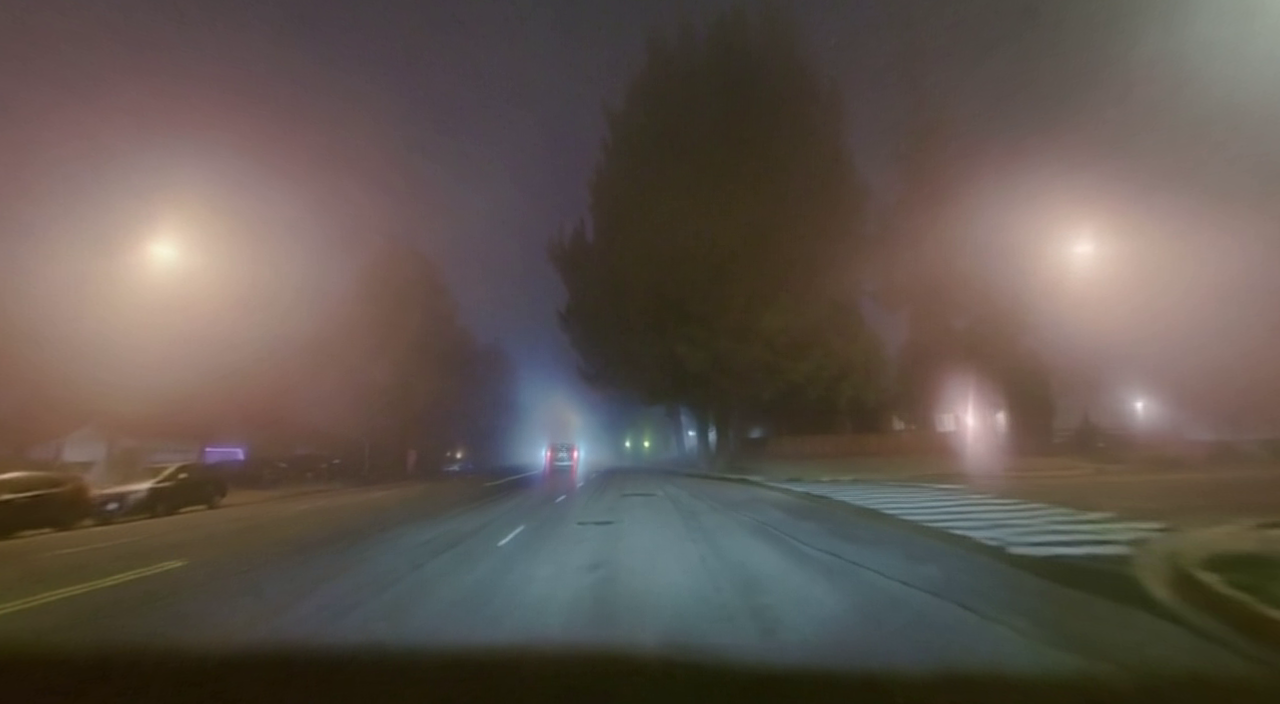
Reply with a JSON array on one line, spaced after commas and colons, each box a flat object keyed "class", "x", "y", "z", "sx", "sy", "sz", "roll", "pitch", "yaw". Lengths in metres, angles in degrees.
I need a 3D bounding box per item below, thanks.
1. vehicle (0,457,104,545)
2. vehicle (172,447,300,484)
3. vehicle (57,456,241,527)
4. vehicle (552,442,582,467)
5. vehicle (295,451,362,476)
[{"class": "vehicle", "x": -14.300, "y": 3.172, "z": 13.332, "sx": 1.966, "sy": 1.760, "sz": 4.604, "roll": 0, "pitch": -8, "yaw": -1}, {"class": "vehicle", "x": -23.163, "y": 6.510, "z": 36.417, "sx": 5.784, "sy": 2.004, "sz": 2.199, "roll": 0, "pitch": -8, "yaw": -1}, {"class": "vehicle", "x": -14.413, "y": 4.052, "z": 18.999, "sx": 1.968, "sy": 1.727, "sz": 4.548, "roll": 0, "pitch": -8, "yaw": -2}, {"class": "vehicle", "x": -5.561, "y": 7.855, "z": 48.648, "sx": 2.135, "sy": 1.731, "sz": 4.232, "roll": 0, "pitch": -8, "yaw": -4}, {"class": "vehicle", "x": -22.182, "y": 7.949, "z": 45.110, "sx": 3.832, "sy": 1.683, "sz": 1.877, "roll": 0, "pitch": -8, "yaw": -7}]
